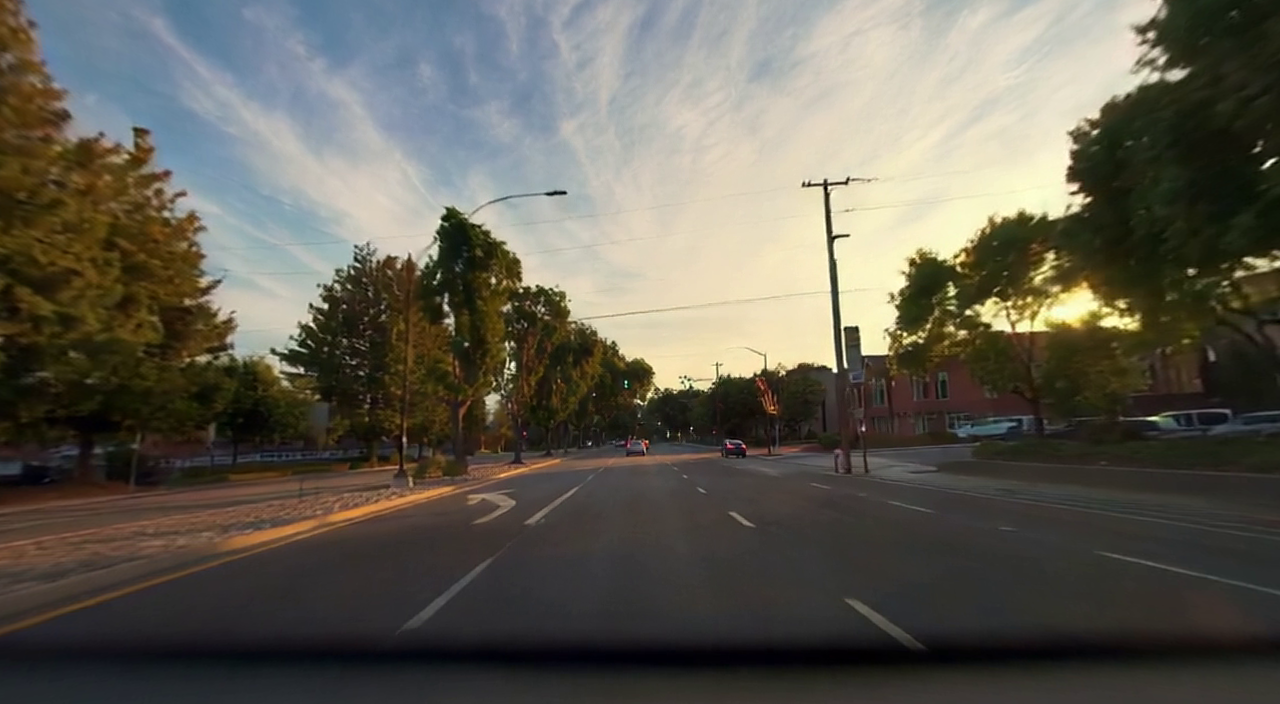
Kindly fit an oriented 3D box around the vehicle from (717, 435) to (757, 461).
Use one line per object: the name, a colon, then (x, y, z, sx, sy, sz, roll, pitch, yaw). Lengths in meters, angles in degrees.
vehicle: (6.682, 6.661, 43.873, 2.011, 1.710, 4.357, 0, -9, -1)
